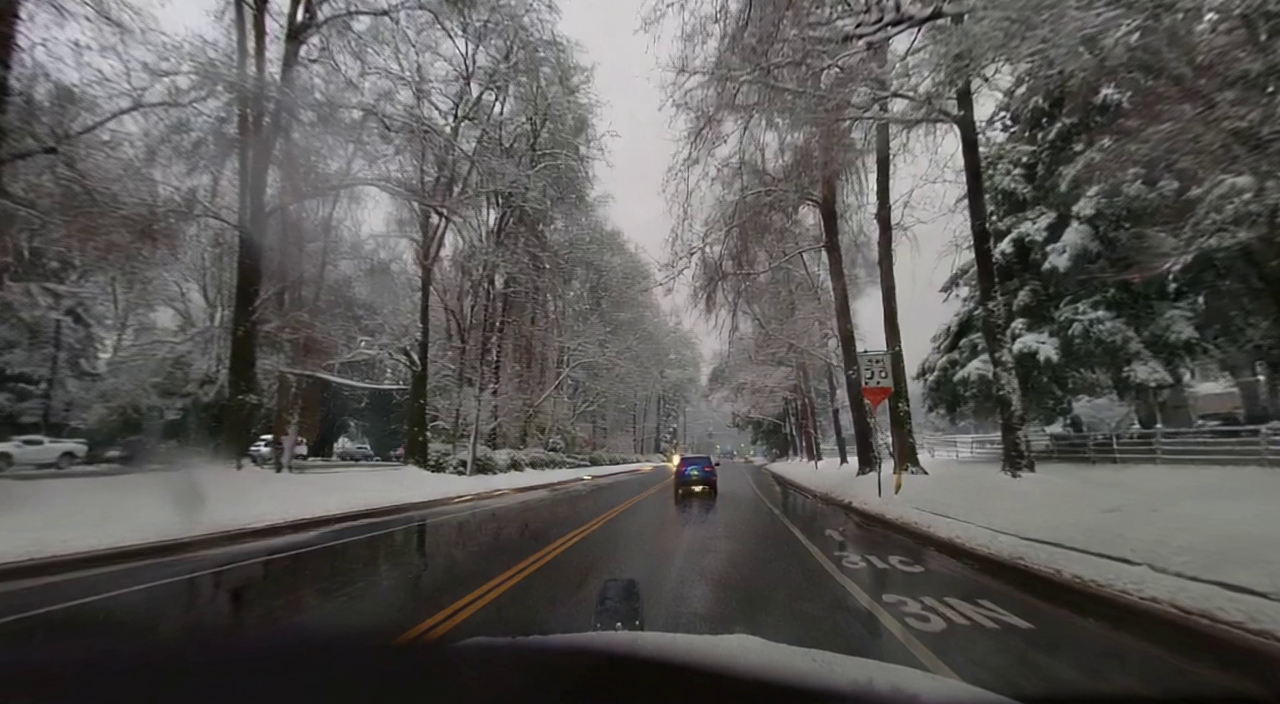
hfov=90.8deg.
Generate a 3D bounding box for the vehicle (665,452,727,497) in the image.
[{"bbox_3d":[2.282,4.707,24.661,2.152,1.574,4.223,-2,-9,8],"label":"vehicle"}]

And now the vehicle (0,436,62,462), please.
[{"bbox_3d":[-43.595,6.746,43.795,1.890,1.694,4.877,-2,-9,13],"label":"vehicle"}]

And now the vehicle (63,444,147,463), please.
[{"bbox_3d":[-42.185,8.010,49.965,1.767,1.427,4.868,-2,-9,13],"label":"vehicle"}]
